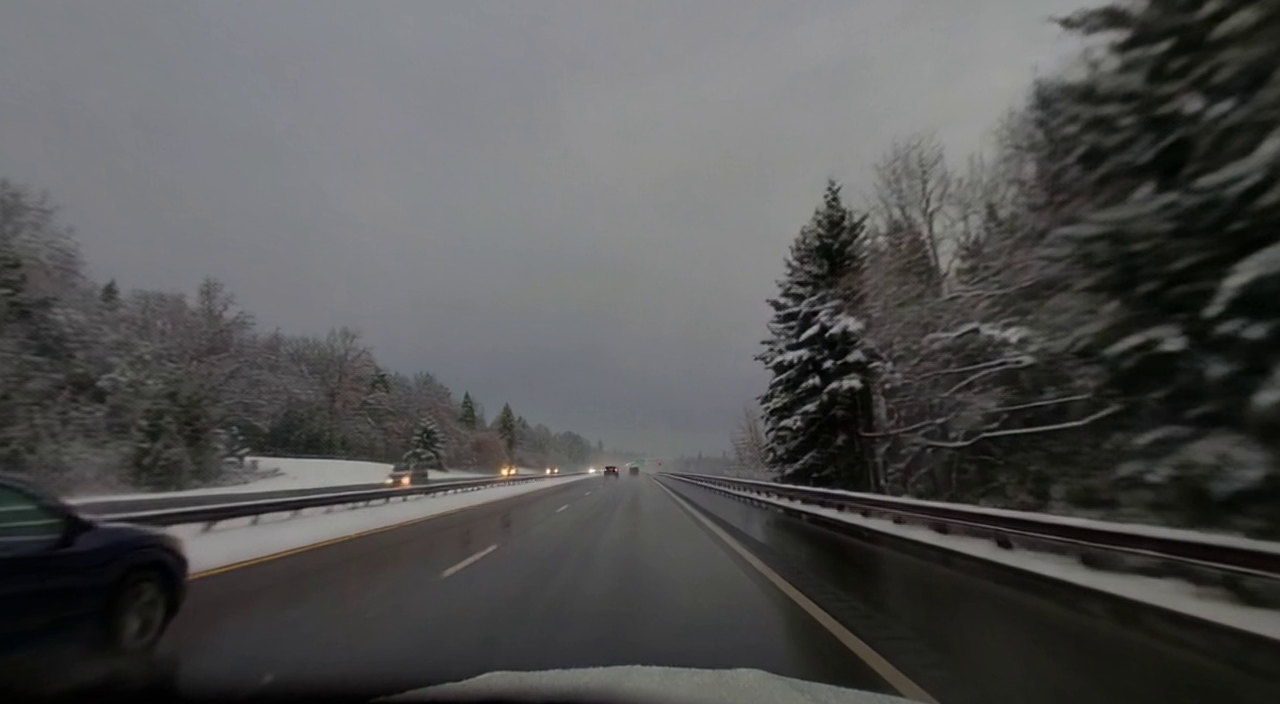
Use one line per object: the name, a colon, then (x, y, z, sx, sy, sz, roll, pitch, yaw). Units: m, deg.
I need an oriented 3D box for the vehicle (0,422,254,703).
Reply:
vehicle: (-3.850, 0.872, 1.918, 2.146, 1.441, 5.020, 1, -10, 0)

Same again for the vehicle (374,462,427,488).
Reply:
vehicle: (-17.439, 8.975, 46.099, 2.064, 1.799, 4.717, 1, -10, -1)
